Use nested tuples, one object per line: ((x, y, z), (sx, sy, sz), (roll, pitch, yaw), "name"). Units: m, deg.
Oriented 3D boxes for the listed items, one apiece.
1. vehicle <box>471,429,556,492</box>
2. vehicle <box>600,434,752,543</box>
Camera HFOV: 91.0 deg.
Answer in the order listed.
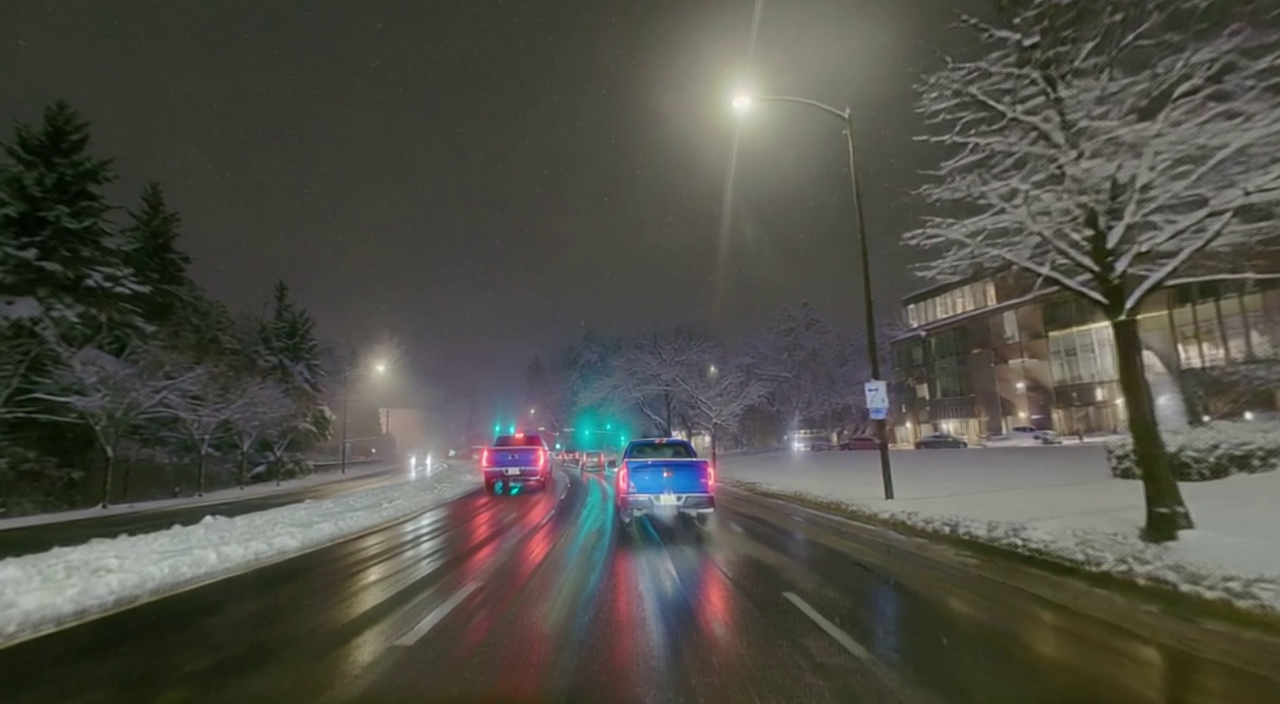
((-4.482, 3.952, 23.296), (2.512, 1.992, 5.725), (1, -9, -6), "vehicle")
((0.387, 2.251, 11.047), (2.142, 1.528, 4.133), (1, -9, -4), "vehicle")
